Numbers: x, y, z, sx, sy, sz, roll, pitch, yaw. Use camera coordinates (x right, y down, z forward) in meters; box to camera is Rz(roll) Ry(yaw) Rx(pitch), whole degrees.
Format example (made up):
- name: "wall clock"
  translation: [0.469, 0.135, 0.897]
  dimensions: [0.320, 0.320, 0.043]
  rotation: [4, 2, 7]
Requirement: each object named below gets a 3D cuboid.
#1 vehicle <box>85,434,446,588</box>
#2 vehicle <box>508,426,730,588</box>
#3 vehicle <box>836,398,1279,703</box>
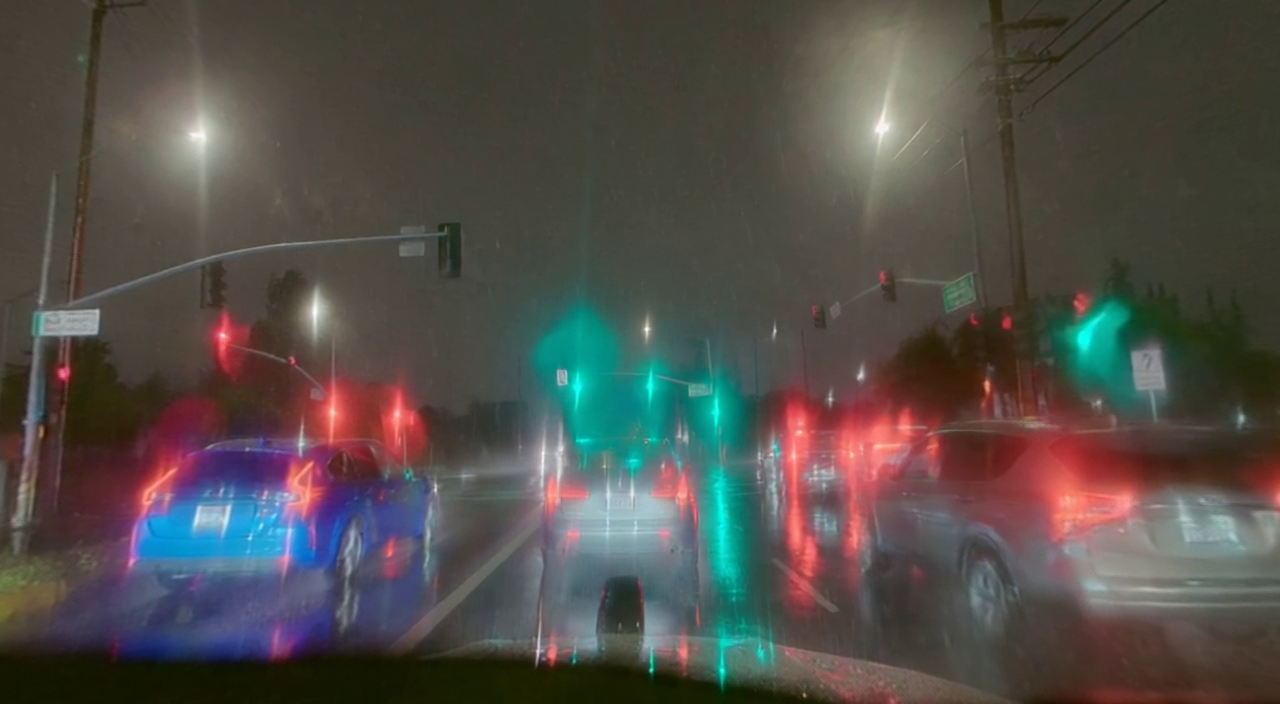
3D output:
- name: "vehicle"
  translation: [-4.363, 1.883, 8.435]
  dimensions: [2.106, 1.492, 4.312]
  rotation: [0, -8, 1]
- name: "vehicle"
  translation: [-0.223, 1.757, 8.039]
  dimensions: [2.061, 1.485, 4.196]
  rotation: [0, -8, -1]
- name: "vehicle"
  translation: [2.910, 1.203, 4.354]
  dimensions: [1.860, 1.494, 3.707]
  rotation: [0, -8, -1]
